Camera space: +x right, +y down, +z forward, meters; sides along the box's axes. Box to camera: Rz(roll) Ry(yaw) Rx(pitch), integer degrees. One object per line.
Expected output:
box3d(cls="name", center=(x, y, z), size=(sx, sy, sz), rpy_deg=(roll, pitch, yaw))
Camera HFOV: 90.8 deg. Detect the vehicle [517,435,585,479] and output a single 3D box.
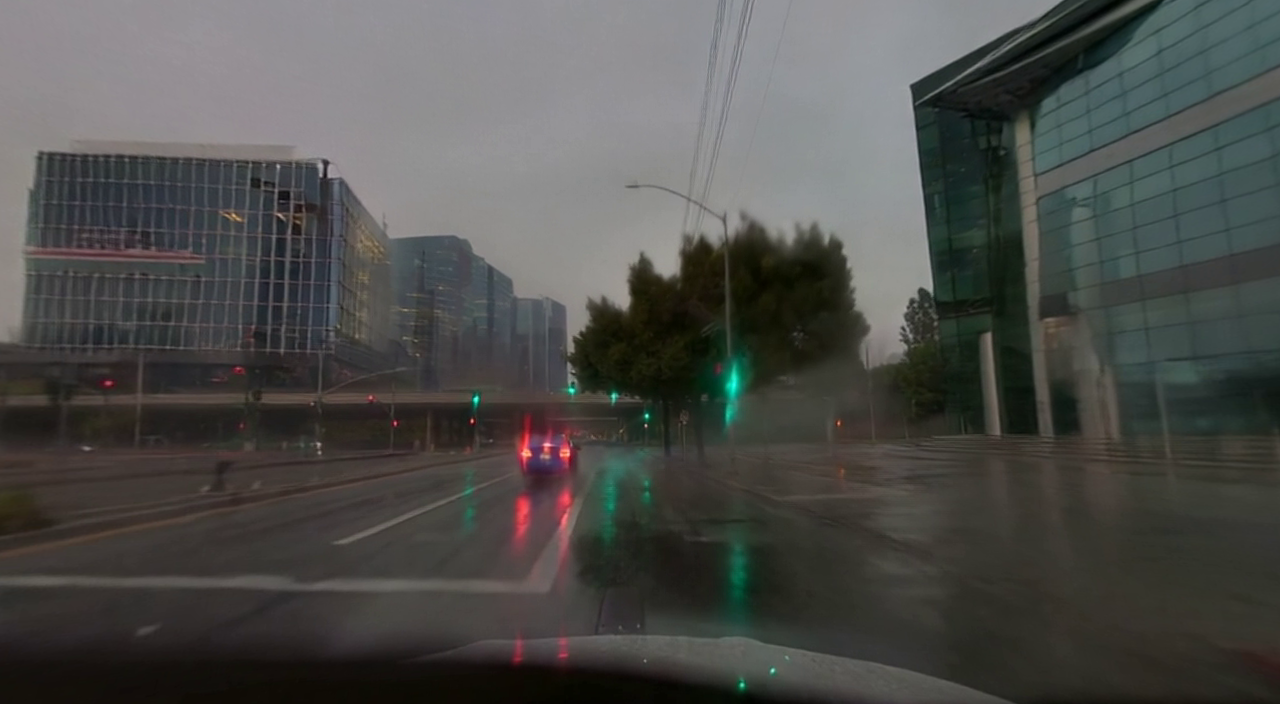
box3d(cls="vehicle", center=(-3.207, 3.914, 23.702), size=(2.154, 1.465, 4.532), rpy_deg=(1, -9, -3))
